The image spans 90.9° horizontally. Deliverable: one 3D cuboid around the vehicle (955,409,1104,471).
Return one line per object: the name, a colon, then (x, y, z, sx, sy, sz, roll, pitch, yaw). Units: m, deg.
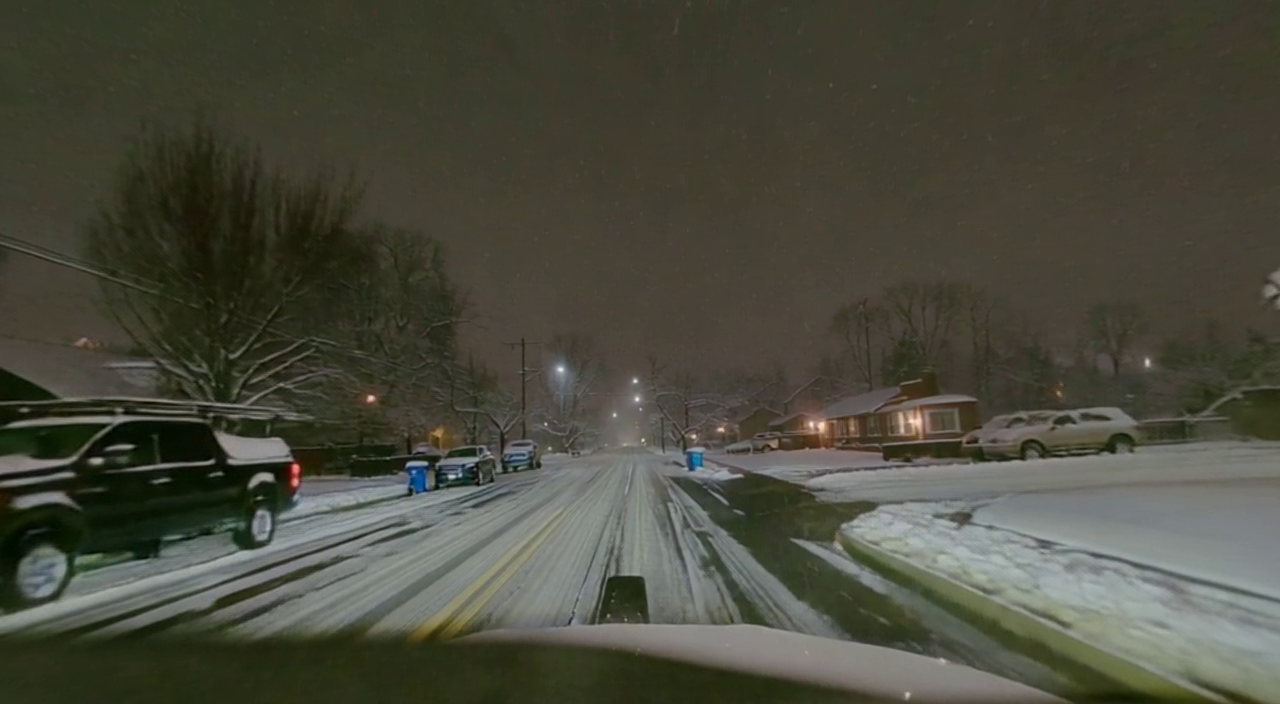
vehicle: (12.754, 2.916, 21.080, 1.936, 1.687, 4.714, -5, -7, 1)

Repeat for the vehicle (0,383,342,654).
vehicle: (-6.313, 1.538, 7.773, 2.223, 2.115, 5.707, 5, -4, 2)

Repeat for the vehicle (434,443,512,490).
vehicle: (-6.549, 4.490, 25.204, 1.945, 1.530, 4.430, -4, -7, -2)

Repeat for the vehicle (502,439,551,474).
vehicle: (-6.839, 6.279, 38.396, 2.169, 1.871, 4.762, -3, -8, -2)
